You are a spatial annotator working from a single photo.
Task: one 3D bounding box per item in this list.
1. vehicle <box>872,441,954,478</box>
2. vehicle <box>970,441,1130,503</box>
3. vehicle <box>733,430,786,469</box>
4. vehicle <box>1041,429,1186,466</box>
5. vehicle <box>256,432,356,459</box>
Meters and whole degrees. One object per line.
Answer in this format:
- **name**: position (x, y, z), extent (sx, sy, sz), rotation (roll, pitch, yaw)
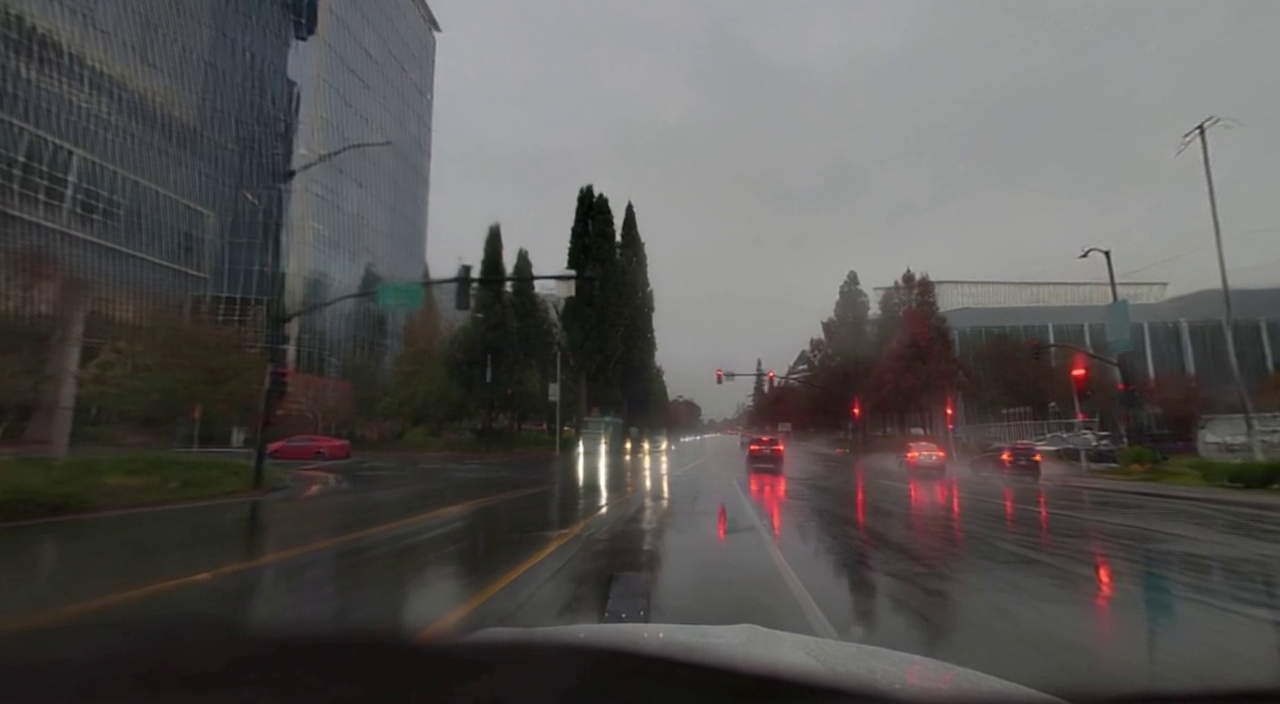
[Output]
- **vehicle**: position (11.834, 4.653, 27.534), extent (1.860, 1.460, 4.379), rotation (0, -8, 4)
- **vehicle**: position (11.198, 3.270, 17.584), extent (1.896, 1.463, 4.296), rotation (0, -8, 5)
- **vehicle**: position (5.977, 4.943, 31.906), extent (2.203, 1.801, 4.331), rotation (0, -8, 5)
- **vehicle**: position (27.105, 5.512, 36.161), extent (6.170, 1.978, 2.399), rotation (0, -10, 5)
- **vehicle**: position (-19.838, 5.558, 37.431), extent (4.856, 1.528, 2.053), rotation (0, -9, 6)
